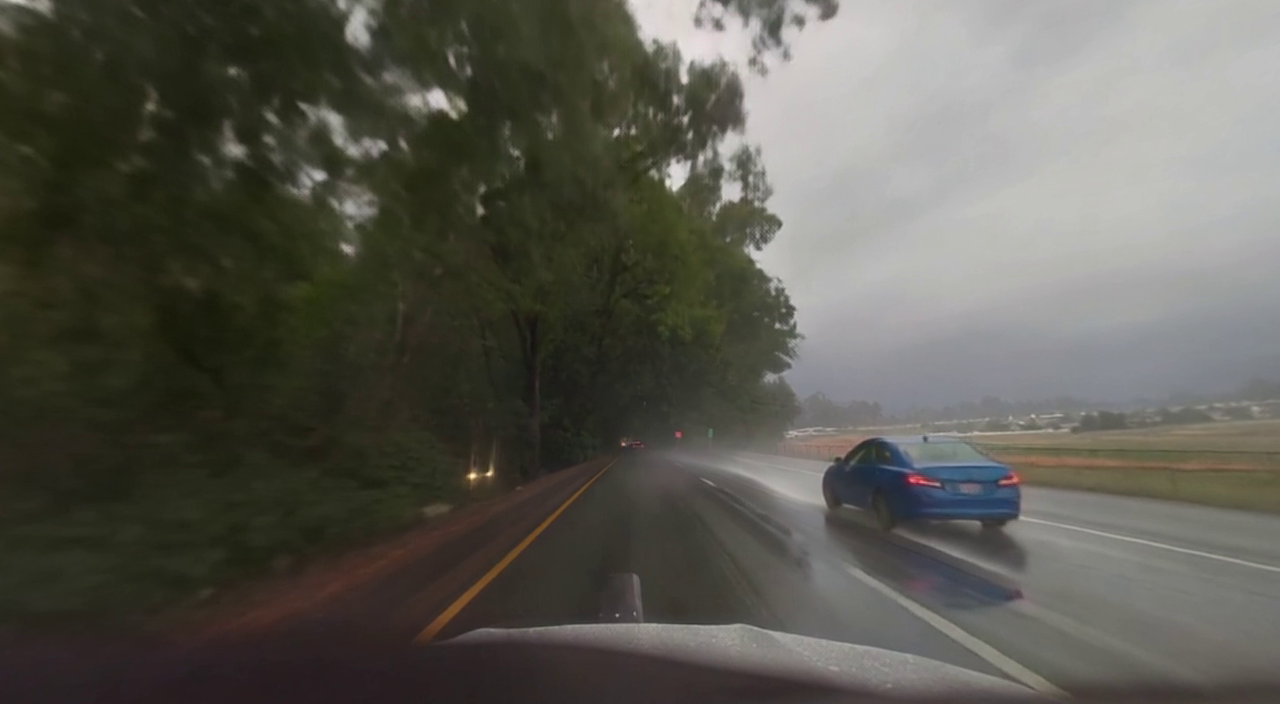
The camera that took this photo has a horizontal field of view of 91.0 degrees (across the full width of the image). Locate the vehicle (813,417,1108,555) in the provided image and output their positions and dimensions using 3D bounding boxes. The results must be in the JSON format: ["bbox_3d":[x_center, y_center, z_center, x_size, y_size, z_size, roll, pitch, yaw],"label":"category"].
[{"bbox_3d":[4.276,1.844,9.511,1.905,1.525,4.719,0,-8,-1],"label":"vehicle"}]
